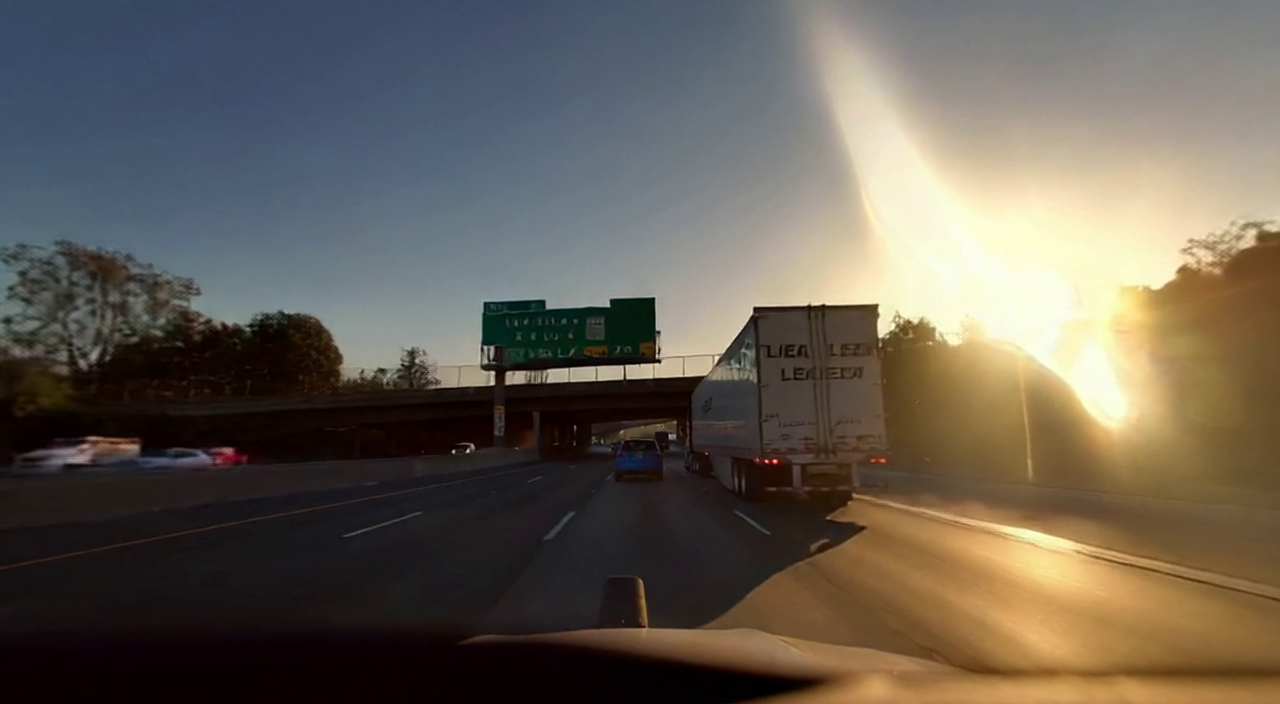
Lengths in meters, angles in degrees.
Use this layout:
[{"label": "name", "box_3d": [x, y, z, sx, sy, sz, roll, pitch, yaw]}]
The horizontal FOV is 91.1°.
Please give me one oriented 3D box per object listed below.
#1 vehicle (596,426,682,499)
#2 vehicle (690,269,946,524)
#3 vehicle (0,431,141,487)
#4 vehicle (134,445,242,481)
[{"label": "vehicle", "box_3d": [-0.036, 2.952, 17.118, 2.054, 1.706, 4.201, 0, -8, 0]}, {"label": "vehicle", "box_3d": [3.451, 1.827, 18.015, 2.909, 4.135, 15.820, 0, -8, 1]}, {"label": "vehicle", "box_3d": [-29.330, 5.419, 32.166, 2.372, 2.570, 6.001, 0, -8, 1]}, {"label": "vehicle", "box_3d": [-22.519, 5.515, 31.520, 1.917, 1.620, 4.634, 0, -8, 1]}]
